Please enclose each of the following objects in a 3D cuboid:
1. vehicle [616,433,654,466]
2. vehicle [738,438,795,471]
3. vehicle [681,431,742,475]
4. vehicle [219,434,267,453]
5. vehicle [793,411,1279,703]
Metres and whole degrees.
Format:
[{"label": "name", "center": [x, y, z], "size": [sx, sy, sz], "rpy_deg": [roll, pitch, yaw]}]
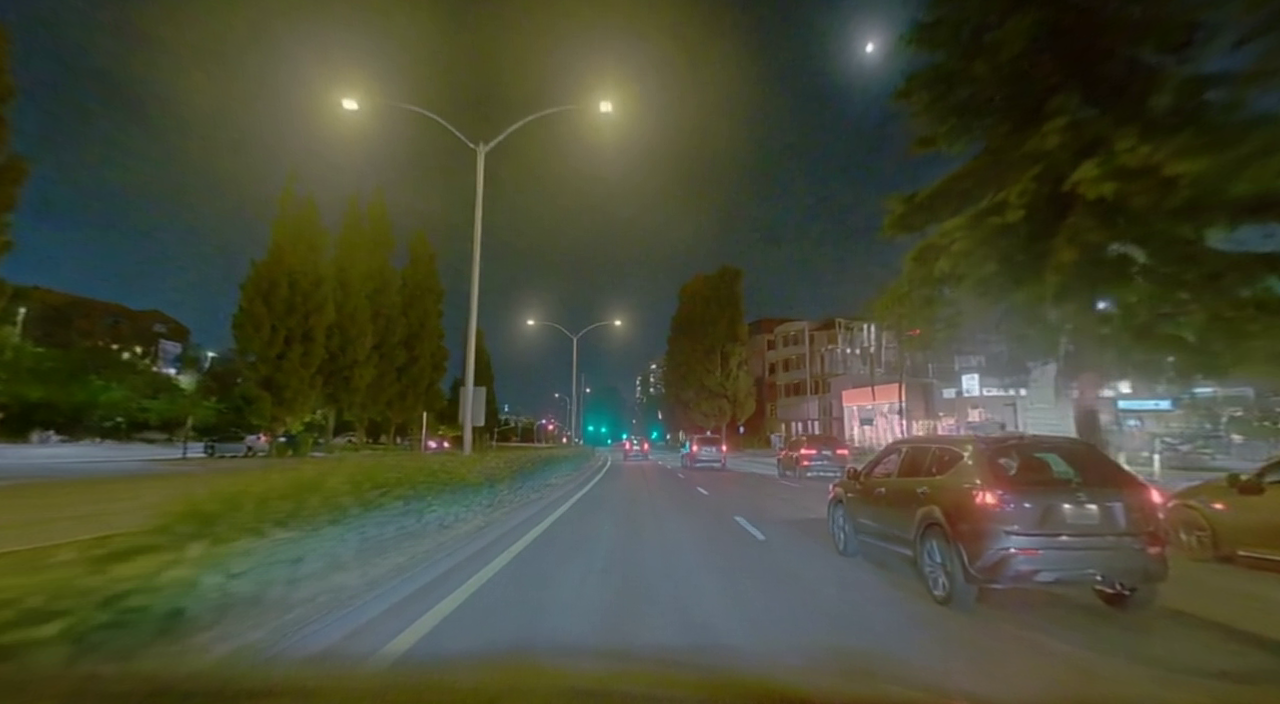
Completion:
[{"label": "vehicle", "center": [-0.339, 5.599, 36.254], "size": [2.051, 1.798, 4.168], "rpy_deg": [0, -8, -3]}, {"label": "vehicle", "center": [6.624, 5.413, 33.473], "size": [1.954, 1.606, 4.423], "rpy_deg": [0, -8, -2]}, {"label": "vehicle", "center": [3.023, 4.406, 27.555], "size": [2.000, 1.745, 4.206], "rpy_deg": [0, -8, -3]}, {"label": "vehicle", "center": [-30.900, 7.160, 49.099], "size": [1.744, 1.433, 3.823], "rpy_deg": [1, -8, -9]}, {"label": "vehicle", "center": [2.832, 1.345, 5.329], "size": [1.883, 1.452, 4.258], "rpy_deg": [0, -8, -2]}]
